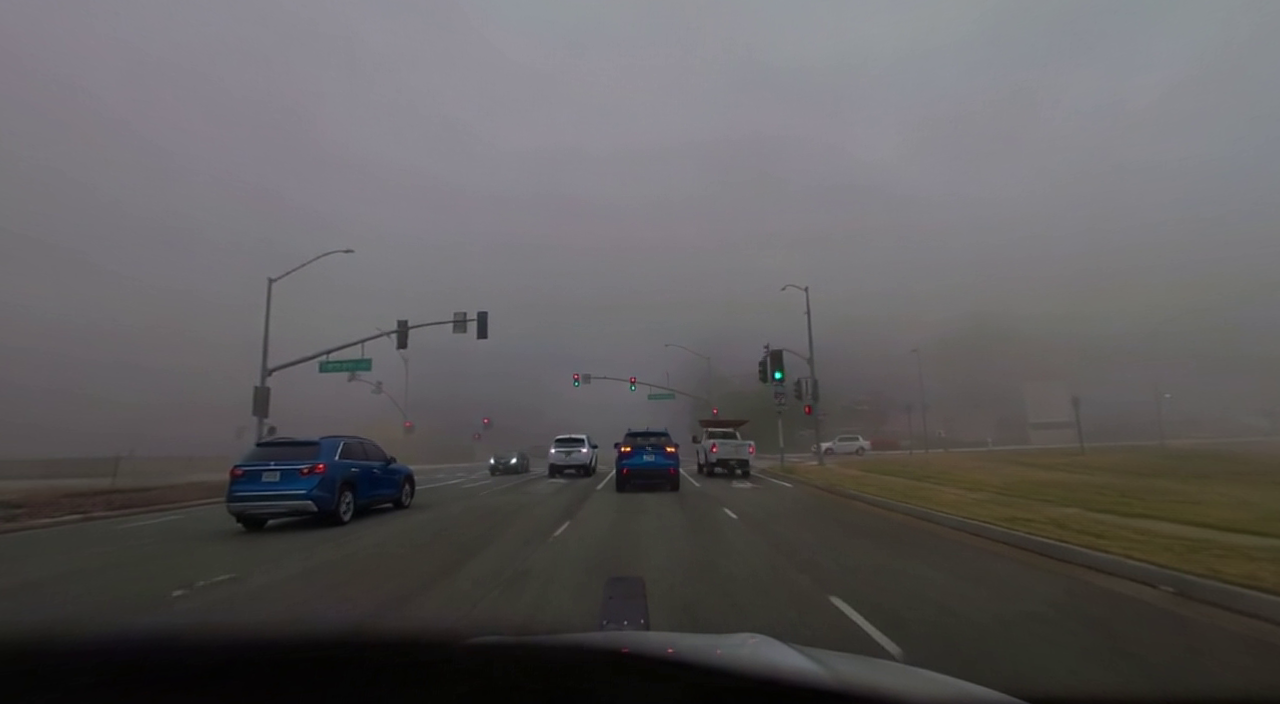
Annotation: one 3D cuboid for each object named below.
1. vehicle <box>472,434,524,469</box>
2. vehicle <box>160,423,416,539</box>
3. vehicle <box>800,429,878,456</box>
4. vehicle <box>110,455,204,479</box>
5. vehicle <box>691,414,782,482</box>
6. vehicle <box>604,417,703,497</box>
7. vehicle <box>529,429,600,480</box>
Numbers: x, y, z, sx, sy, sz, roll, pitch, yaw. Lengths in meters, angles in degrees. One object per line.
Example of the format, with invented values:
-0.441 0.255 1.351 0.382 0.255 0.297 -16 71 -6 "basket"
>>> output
-7.912 5.450 34.721 2.108 1.689 4.316 1 -8 -22 "vehicle"
-5.951 2.219 11.493 2.052 1.664 4.476 0 -8 0 "vehicle"
14.410 6.583 45.788 4.983 1.560 1.841 -4 -8 0 "vehicle"
-31.998 7.623 41.837 4.554 1.449 1.949 0 -8 0 "vehicle"
3.218 3.405 22.490 2.338 2.063 5.672 0 -8 0 "vehicle"
0.293 2.685 16.378 2.235 1.778 4.178 0 -8 0 "vehicle"
-2.671 3.764 23.344 2.058 1.659 4.514 0 -8 0 "vehicle"
